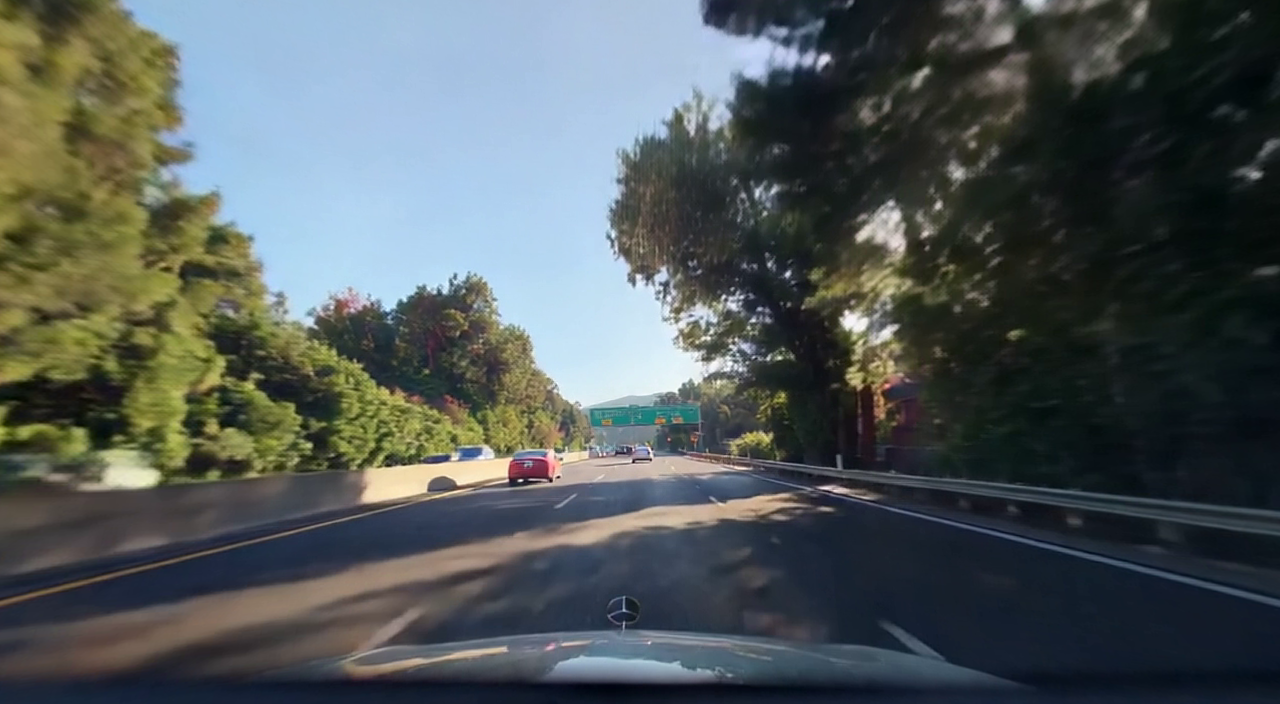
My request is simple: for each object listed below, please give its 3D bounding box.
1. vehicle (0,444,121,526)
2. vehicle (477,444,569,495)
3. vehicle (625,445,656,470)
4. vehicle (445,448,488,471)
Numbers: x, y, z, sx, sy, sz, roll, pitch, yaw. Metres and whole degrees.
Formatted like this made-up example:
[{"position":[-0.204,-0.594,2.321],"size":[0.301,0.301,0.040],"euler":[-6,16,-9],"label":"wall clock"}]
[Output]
[{"position":[-13.443,2.673,12.824],"size":[1.904,1.580,4.453],"euler":[0,-9,0],"label":"vehicle"},{"position":[-3.776,3.884,21.275],"size":[2.157,1.483,4.601],"euler":[0,-9,1],"label":"vehicle"},{"position":[0.029,7.123,42.752],"size":[2.011,1.590,3.607],"euler":[0,-9,0],"label":"vehicle"},{"position":[-12.986,8.053,47.472],"size":[1.927,1.601,4.480],"euler":[0,-9,1],"label":"vehicle"}]
